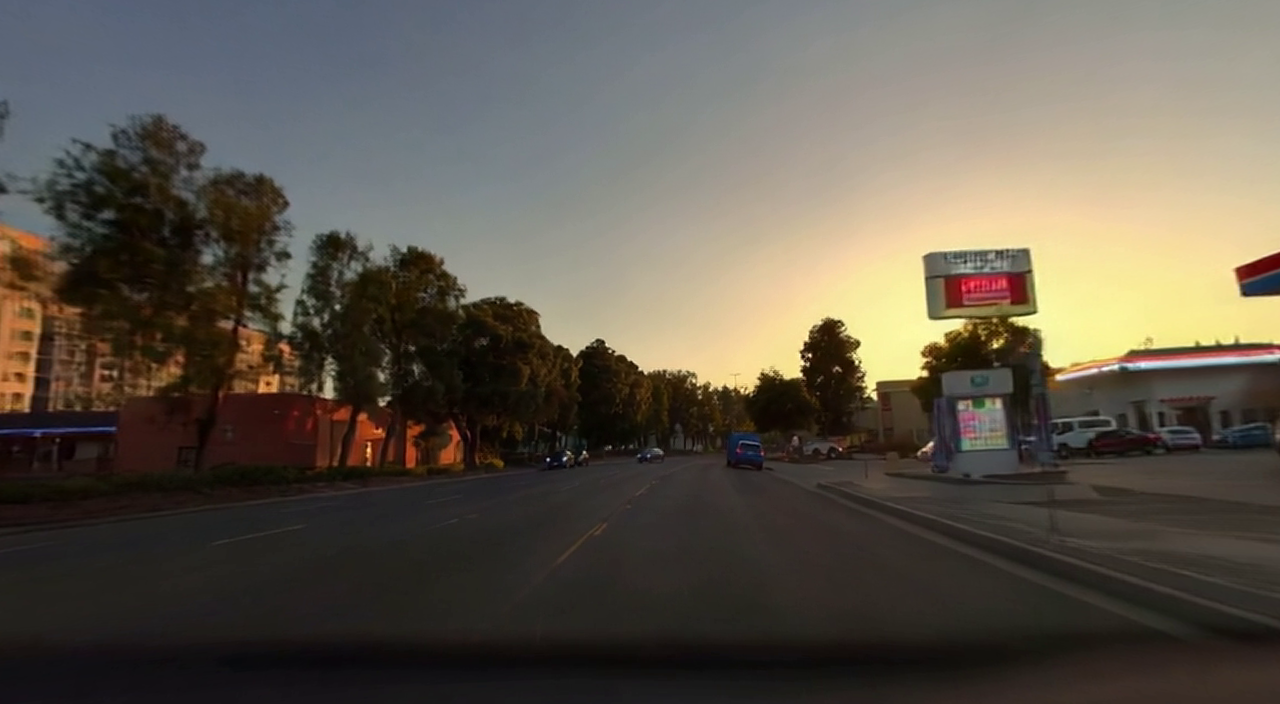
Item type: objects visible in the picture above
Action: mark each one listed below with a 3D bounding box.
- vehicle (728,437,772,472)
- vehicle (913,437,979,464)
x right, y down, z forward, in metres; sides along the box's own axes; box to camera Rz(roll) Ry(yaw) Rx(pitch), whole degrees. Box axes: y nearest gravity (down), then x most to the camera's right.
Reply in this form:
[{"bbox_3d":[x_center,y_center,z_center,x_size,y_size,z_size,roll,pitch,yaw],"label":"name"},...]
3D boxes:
[{"bbox_3d":[6.353,5.971,37.045,2.194,1.896,5.049,-1,-9,6],"label":"vehicle"},{"bbox_3d":[16.935,5.482,35.195,1.919,1.411,4.440,-1,-9,7],"label":"vehicle"}]
